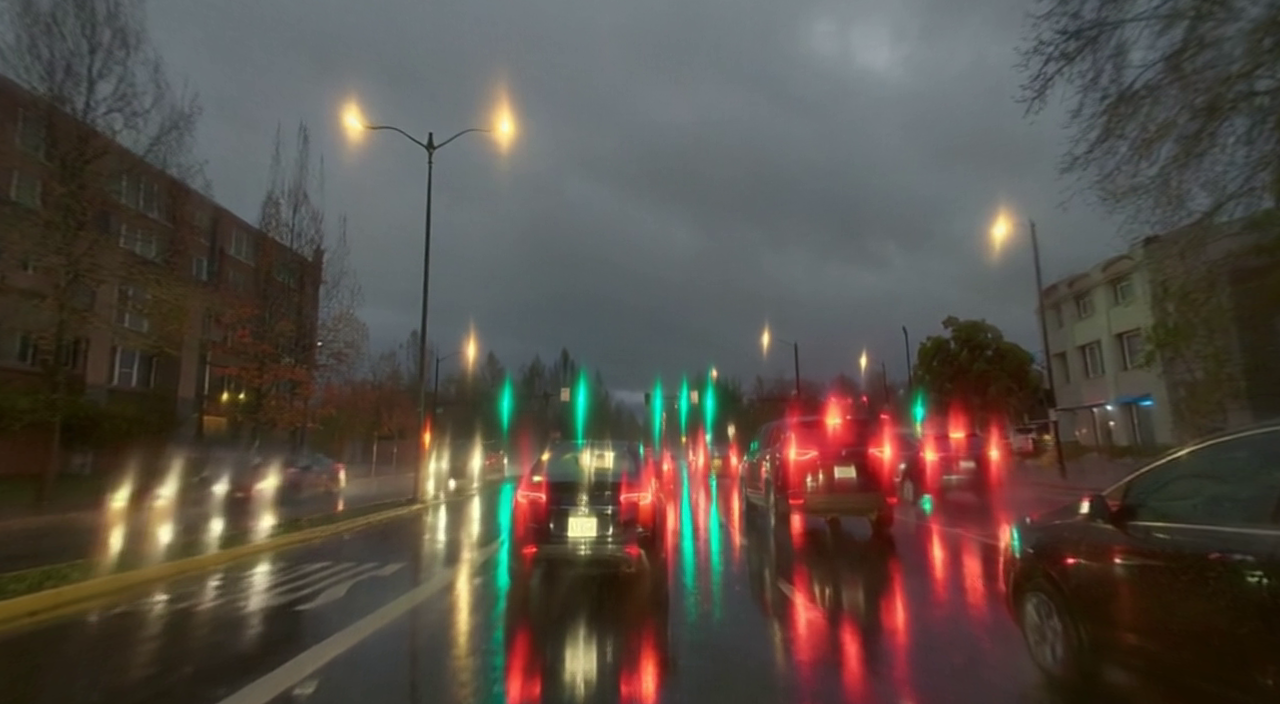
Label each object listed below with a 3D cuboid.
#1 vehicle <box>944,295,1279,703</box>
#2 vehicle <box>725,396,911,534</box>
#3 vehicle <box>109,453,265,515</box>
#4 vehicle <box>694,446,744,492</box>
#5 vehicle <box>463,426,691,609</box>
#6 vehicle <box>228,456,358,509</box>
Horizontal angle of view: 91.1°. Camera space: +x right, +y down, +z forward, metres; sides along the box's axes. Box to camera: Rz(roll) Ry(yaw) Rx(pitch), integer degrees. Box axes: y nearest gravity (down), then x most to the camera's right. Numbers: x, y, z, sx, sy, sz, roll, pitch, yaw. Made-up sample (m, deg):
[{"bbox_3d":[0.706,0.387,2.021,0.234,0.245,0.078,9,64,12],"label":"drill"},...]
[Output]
[{"bbox_3d":[3.148,0.810,2.177,1.982,1.960,4.427,0,-9,1],"label":"vehicle"},{"bbox_3d":[3.615,2.465,14.315,2.516,2.481,5.766,0,-8,0],"label":"vehicle"},{"bbox_3d":[-16.228,4.695,22.882,2.077,1.925,4.626,0,-9,2],"label":"vehicle"},{"bbox_3d":[3.095,4.622,25.267,1.518,1.650,4.408,0,-9,1],"label":"vehicle"},{"bbox_3d":[-0.563,1.845,7.928,2.111,1.676,4.018,0,-8,1],"label":"vehicle"},{"bbox_3d":[-12.597,4.717,23.222,2.005,1.660,4.676,0,-9,1],"label":"vehicle"}]
